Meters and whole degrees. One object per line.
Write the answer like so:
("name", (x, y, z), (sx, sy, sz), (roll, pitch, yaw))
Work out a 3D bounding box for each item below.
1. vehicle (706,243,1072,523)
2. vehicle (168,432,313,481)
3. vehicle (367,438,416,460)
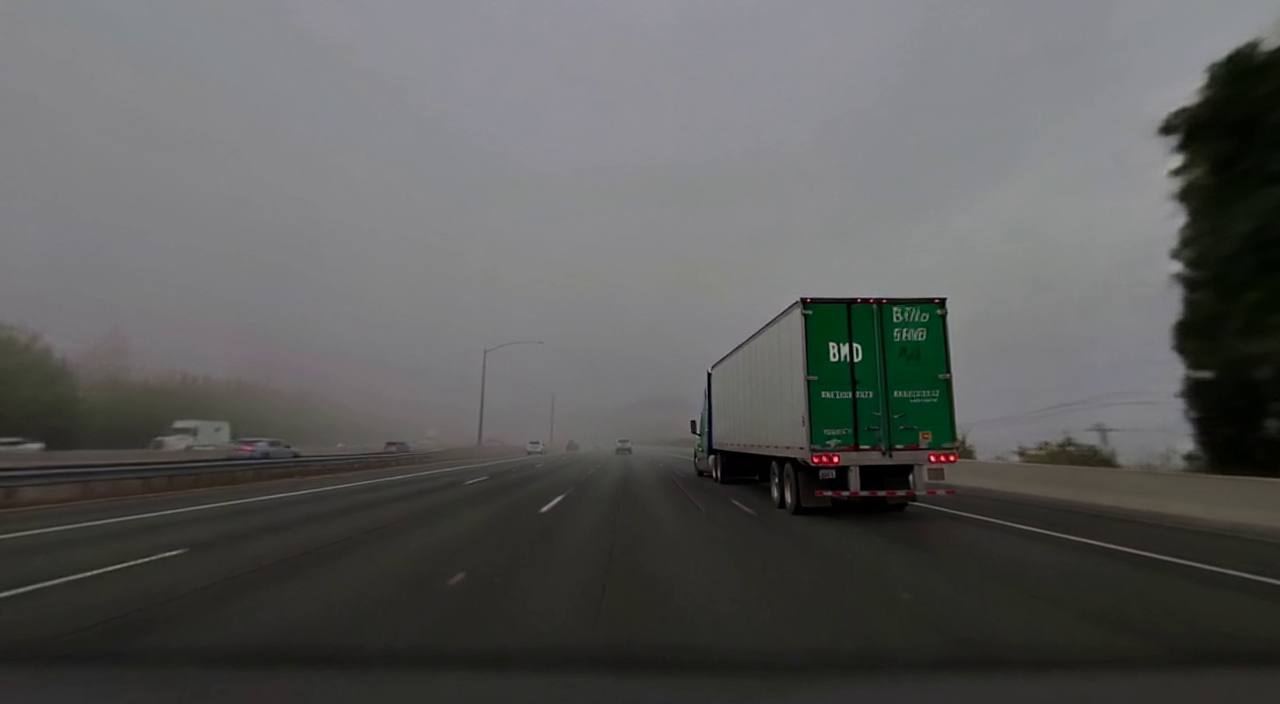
("vehicle", (4.216, 1.469, 16.328), (2.891, 3.944, 15.051), (0, -8, -2))
("vehicle", (-14.774, 3.902, 23.821), (1.970, 1.618, 5.364), (0, -8, 0))
("vehicle", (-18.704, 7.337, 47.714), (1.913, 1.540, 4.540), (0, -8, -1))
